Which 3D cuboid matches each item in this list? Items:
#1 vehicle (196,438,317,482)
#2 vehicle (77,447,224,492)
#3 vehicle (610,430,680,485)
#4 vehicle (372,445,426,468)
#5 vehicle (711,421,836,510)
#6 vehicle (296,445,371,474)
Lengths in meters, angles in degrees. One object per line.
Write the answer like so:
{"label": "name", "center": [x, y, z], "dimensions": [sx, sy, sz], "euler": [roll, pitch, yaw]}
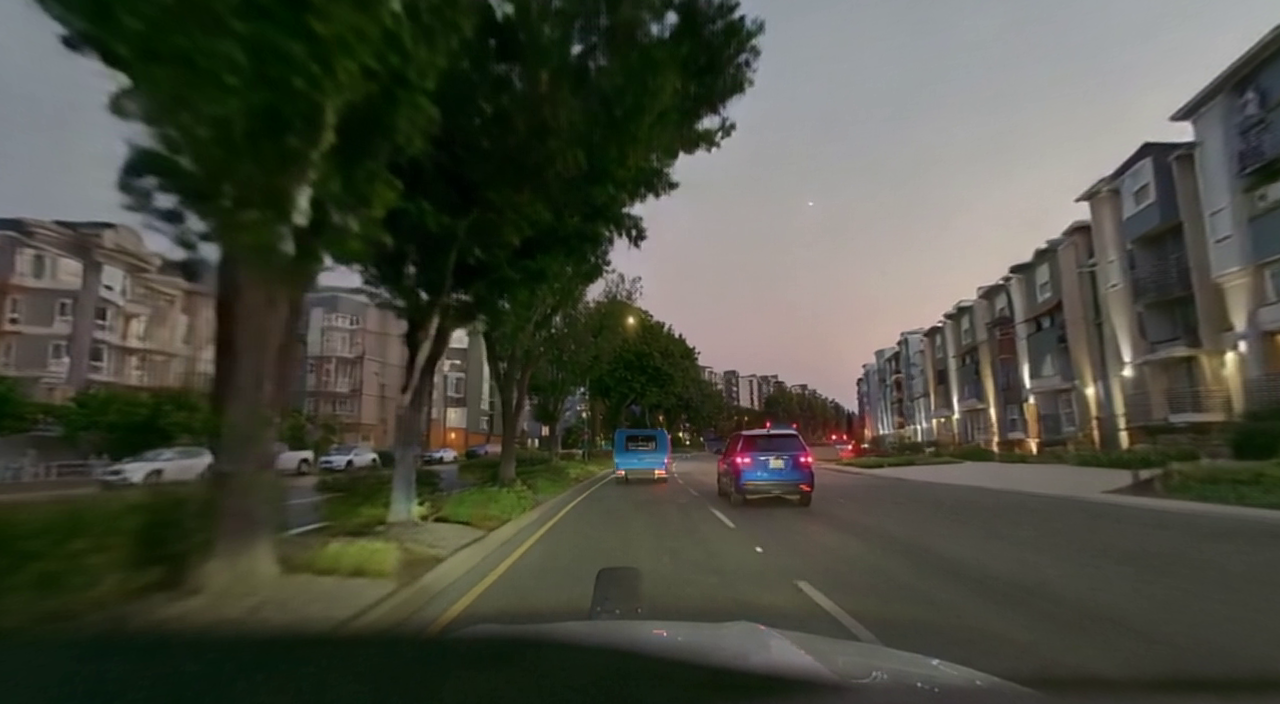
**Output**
{"label": "vehicle", "center": [-18.484, 5.270, 30.875], "dimensions": [2.195, 1.894, 5.489], "euler": [-2, -10, 3]}
{"label": "vehicle", "center": [-18.722, 4.532, 24.550], "dimensions": [1.954, 1.570, 4.828], "euler": [0, -10, -2]}
{"label": "vehicle", "center": [0.233, 3.963, 23.974], "dimensions": [2.345, 1.841, 5.032], "euler": [0, -9, 1]}
{"label": "vehicle", "center": [-17.919, 7.808, 47.230], "dimensions": [2.010, 1.609, 4.549], "euler": [-1, -10, 4]}
{"label": "vehicle", "center": [3.012, 2.687, 15.300], "dimensions": [2.033, 1.823, 4.409], "euler": [0, -9, 0]}
{"label": "vehicle", "center": [-18.433, 6.525, 38.276], "dimensions": [1.961, 1.556, 4.791], "euler": [-2, -10, 3]}
